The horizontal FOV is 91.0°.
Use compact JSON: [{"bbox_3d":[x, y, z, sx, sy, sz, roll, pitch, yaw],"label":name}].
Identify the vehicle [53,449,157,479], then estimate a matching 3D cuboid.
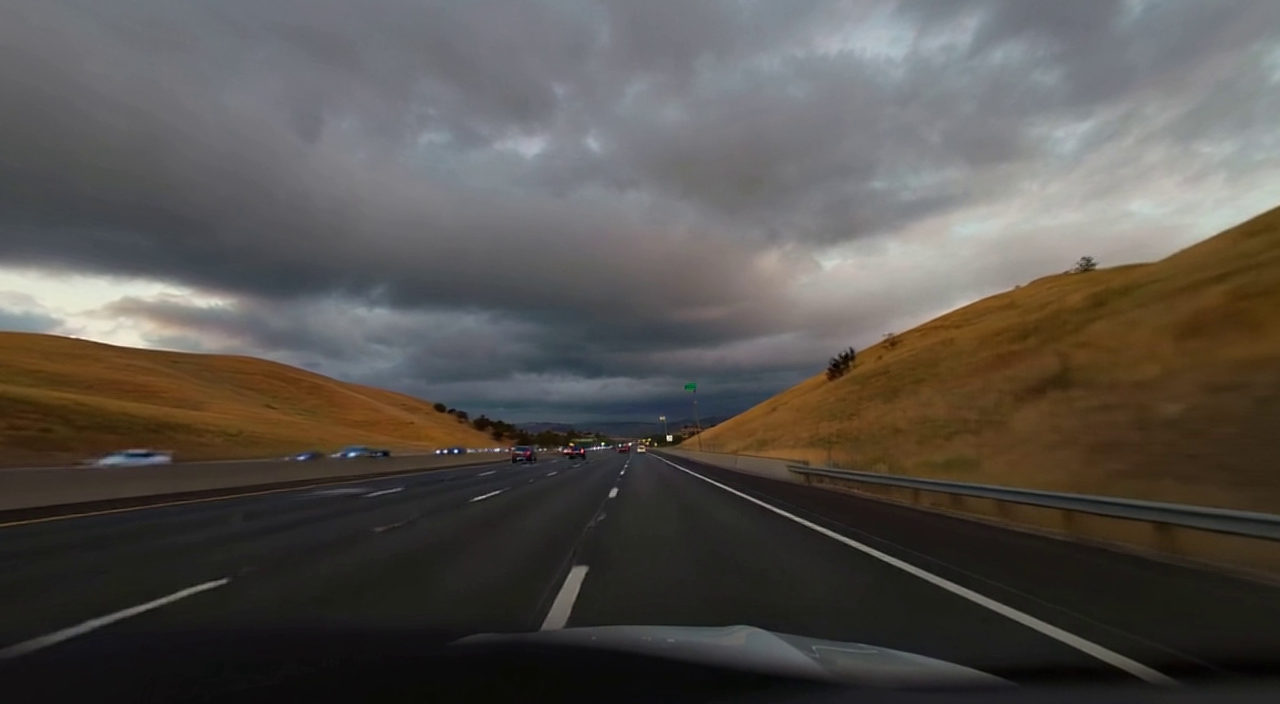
[{"bbox_3d":[-31.677,6.603,37.535,1.976,1.626,4.919,0,-9,-2],"label":"vehicle"}]
